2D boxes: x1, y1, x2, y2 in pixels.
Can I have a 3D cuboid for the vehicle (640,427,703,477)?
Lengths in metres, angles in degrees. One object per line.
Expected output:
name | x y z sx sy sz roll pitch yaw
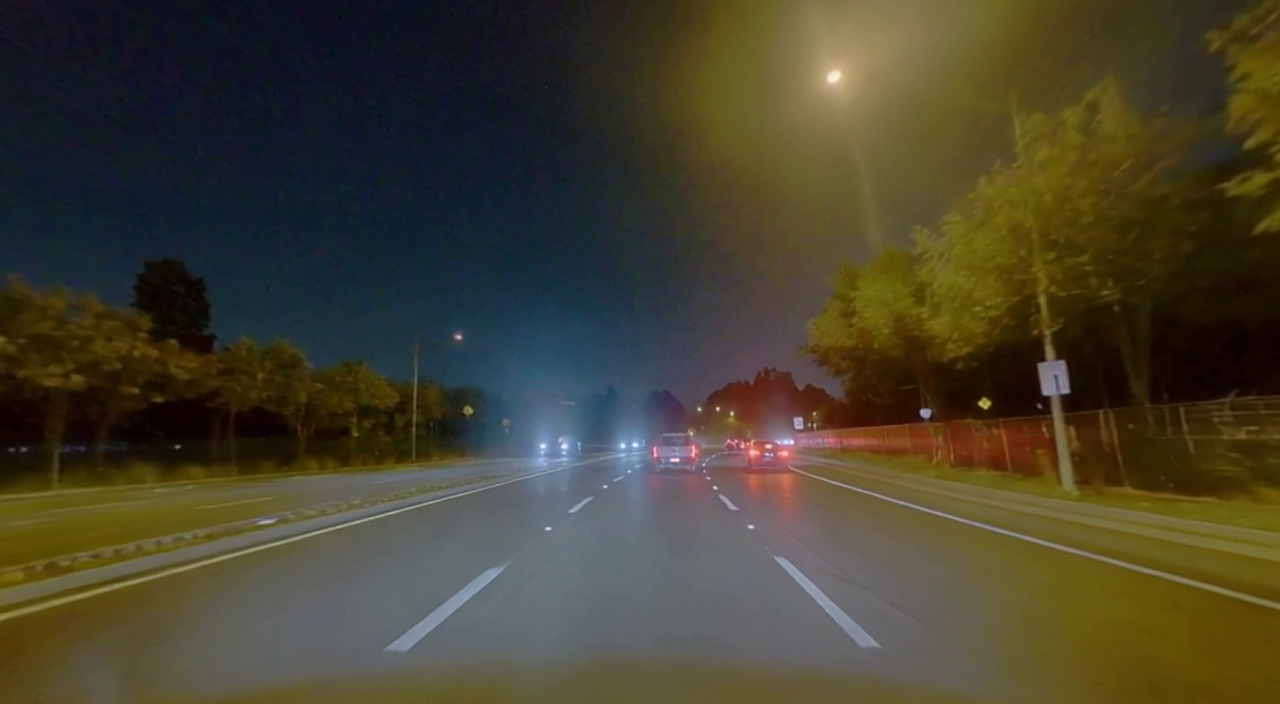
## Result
vehicle | 1.258 3.711 23.547 2.105 1.676 4.541 -1 -8 5

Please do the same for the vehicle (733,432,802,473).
vehicle | 4.963 3.984 25.209 2.147 1.474 4.083 -1 -8 4
